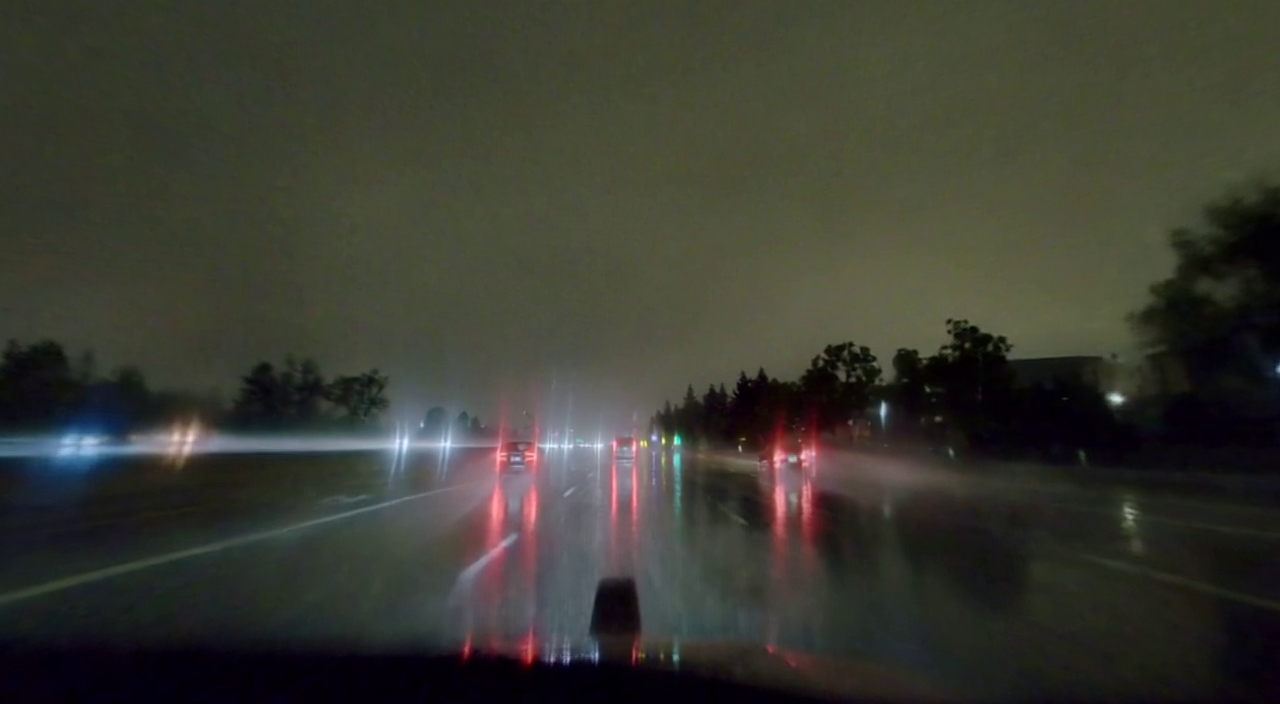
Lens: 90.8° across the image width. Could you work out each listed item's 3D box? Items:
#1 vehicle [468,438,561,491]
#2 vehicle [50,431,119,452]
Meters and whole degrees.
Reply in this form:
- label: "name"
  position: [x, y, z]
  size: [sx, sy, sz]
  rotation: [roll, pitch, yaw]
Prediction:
- label: "vehicle"
  position: [-4.085, 3.752, 21.511]
  size: [2.140, 1.574, 4.946]
  rotation: [0, -8, 0]
- label: "vehicle"
  position: [-40.009, 6.476, 45.601]
  size: [1.725, 1.447, 3.619]
  rotation: [0, -8, 0]
